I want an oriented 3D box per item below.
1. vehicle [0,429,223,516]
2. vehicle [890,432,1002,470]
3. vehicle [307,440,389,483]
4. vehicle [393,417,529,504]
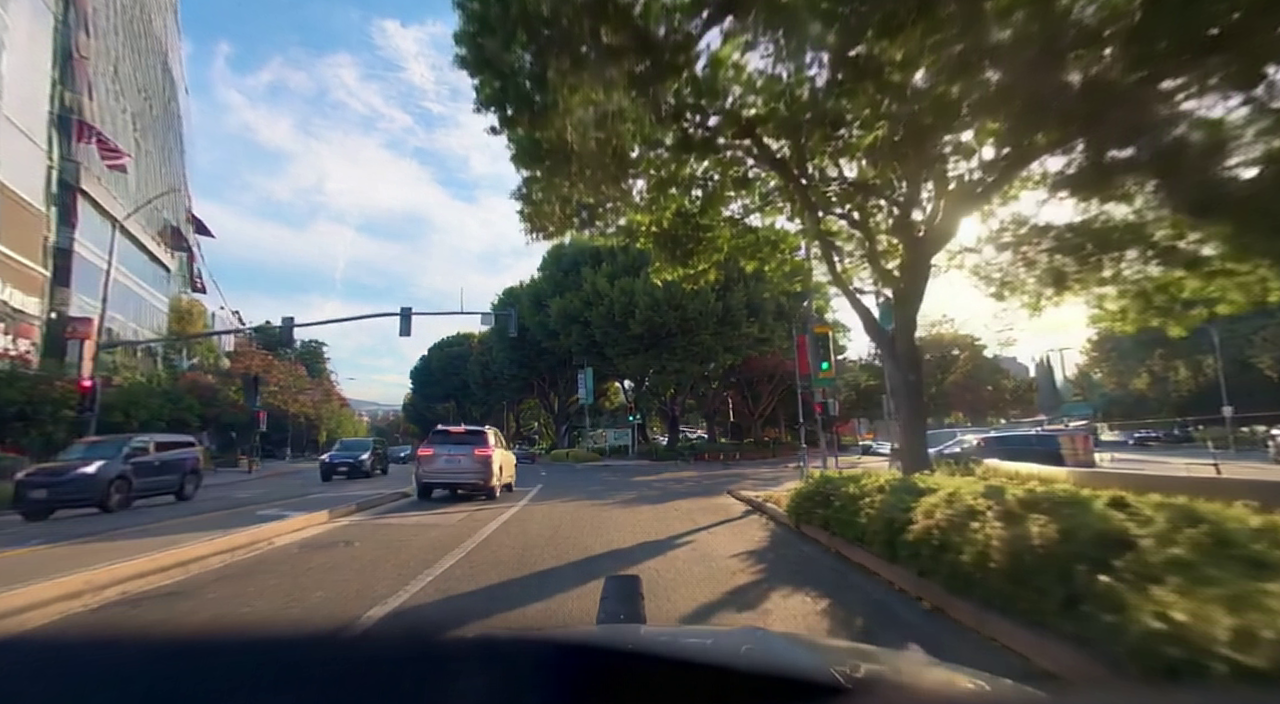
[{"bbox_3d":[-15.806,3.573,19.430,2.555,2.199,5.958,1,-9,-9],"label":"vehicle"},{"bbox_3d":[15.390,5.020,32.093,4.857,1.803,2.147,-3,-9,21],"label":"vehicle"},{"bbox_3d":[-13.228,4.948,28.967,2.433,1.784,4.681,2,-9,-13],"label":"vehicle"},{"bbox_3d":[-4.184,2.644,15.773,2.134,1.799,5.082,0,-9,-3],"label":"vehicle"}]
